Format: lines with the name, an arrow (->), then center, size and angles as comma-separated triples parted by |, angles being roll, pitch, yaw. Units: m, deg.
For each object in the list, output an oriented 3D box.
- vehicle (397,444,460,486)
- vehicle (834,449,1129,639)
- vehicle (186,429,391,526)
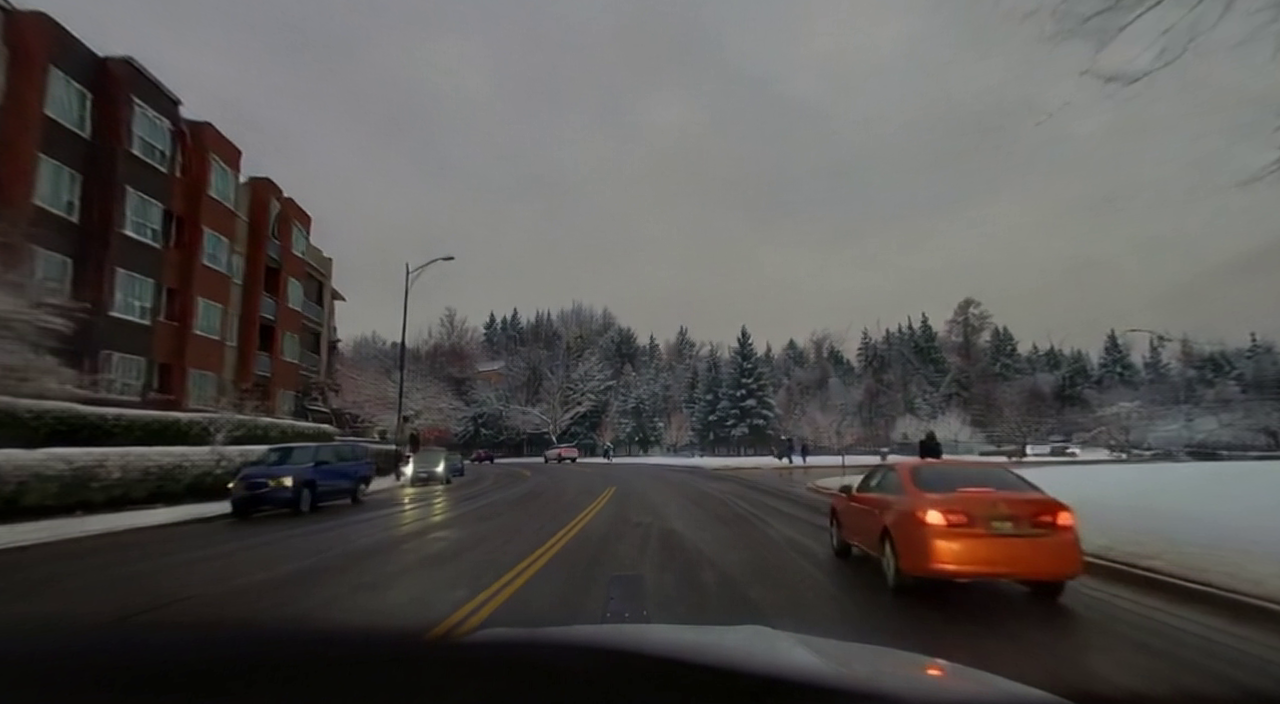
vehicle -> -9.243, 4.941, 27.903 | 1.994, 1.697, 4.436 | 1, -9, -10
vehicle -> 2.961, 1.680, 6.061 | 1.559, 1.351, 2.452 | 1, -11, 4
vehicle -> -8.625, 3.109, 16.149 | 2.347, 1.846, 4.915 | -6, -9, 1
